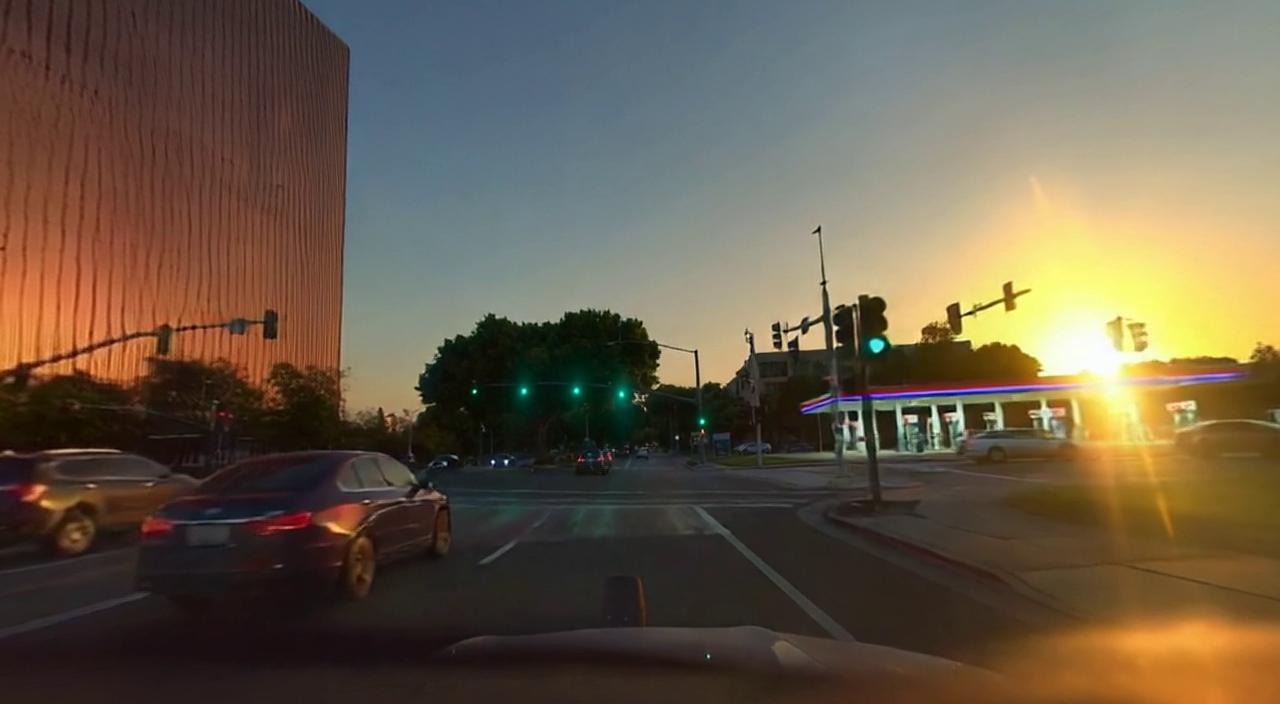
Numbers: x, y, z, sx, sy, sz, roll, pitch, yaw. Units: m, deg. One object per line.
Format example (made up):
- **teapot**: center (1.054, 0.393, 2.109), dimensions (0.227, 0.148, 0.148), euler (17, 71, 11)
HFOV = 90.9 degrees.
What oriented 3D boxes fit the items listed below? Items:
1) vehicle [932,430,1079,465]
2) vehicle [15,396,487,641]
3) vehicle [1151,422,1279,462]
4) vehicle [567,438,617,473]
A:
- **vehicle**: center (17.285, 4.566, 30.187), dimensions (5.708, 1.585, 2.070), euler (-3, -9, 18)
- **vehicle**: center (-3.312, 1.504, 6.732), dimensions (2.183, 1.731, 4.338), euler (0, -8, 1)
- **vehicle**: center (25.519, 3.900, 27.371), dimensions (4.700, 1.579, 1.823), euler (-4, -8, 19)
- **vehicle**: center (-2.984, 6.638, 40.679), dimensions (2.602, 2.091, 6.347), euler (0, -8, 1)
